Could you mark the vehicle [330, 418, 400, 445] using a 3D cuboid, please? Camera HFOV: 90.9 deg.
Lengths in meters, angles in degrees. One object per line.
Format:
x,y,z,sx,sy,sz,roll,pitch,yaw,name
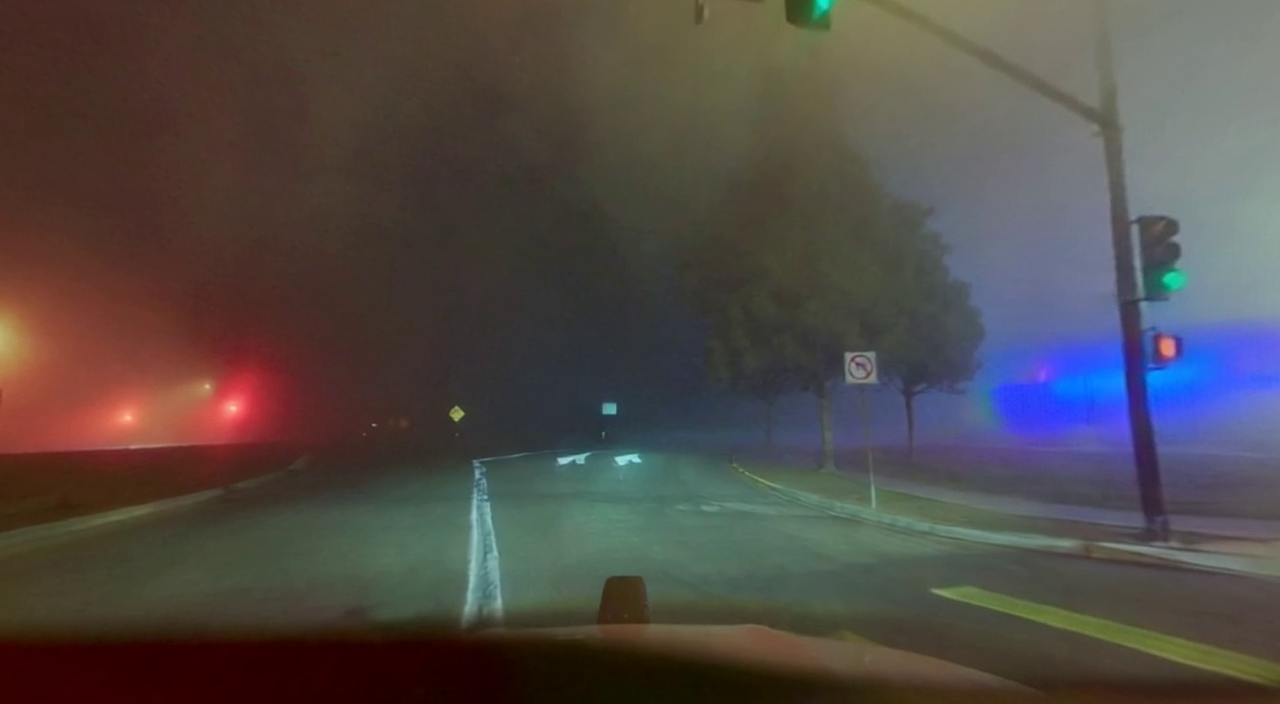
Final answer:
-20.733,6.019,47.421,5.570,1.923,2.336,-6,-10,37,vehicle
